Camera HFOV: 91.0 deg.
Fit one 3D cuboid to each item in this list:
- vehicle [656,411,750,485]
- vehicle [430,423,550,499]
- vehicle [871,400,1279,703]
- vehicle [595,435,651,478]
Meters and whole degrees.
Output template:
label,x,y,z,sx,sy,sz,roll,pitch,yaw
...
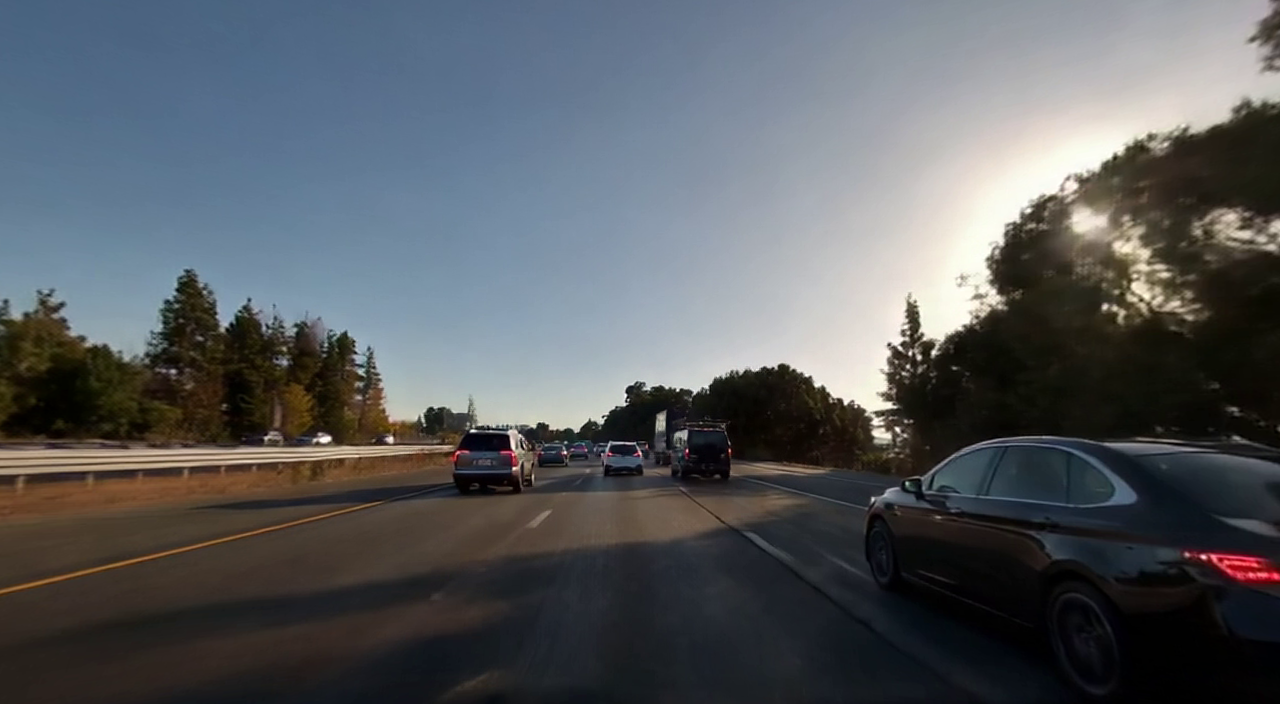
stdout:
label,x,y,z,sx,sy,sz,roll,pitch,yaw
vehicle,2.946,5.132,34.093,3.426,3.279,12.313,0,-8,-2
vehicle,-3.936,2.973,17.515,2.176,1.783,4.799,0,-9,0
vehicle,3.160,1.150,3.587,2.031,1.504,4.327,0,-9,0
vehicle,-0.724,4.480,27.231,2.235,1.682,4.094,0,-9,-1
